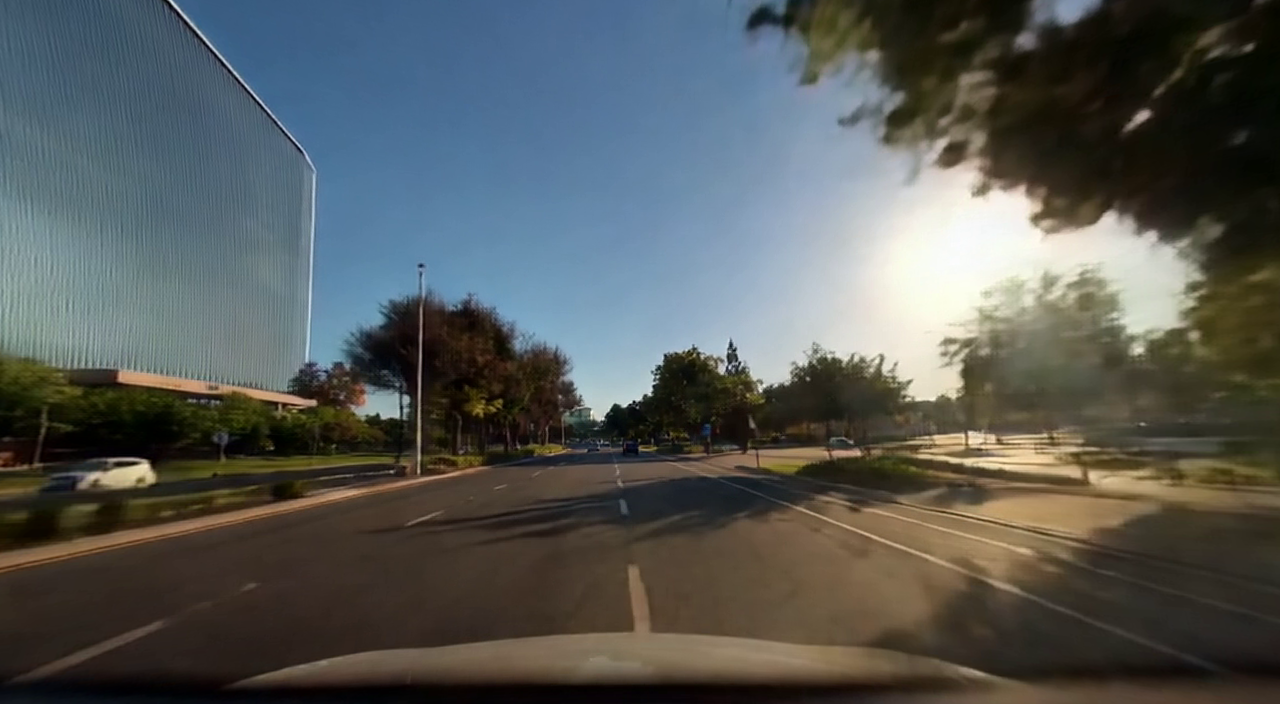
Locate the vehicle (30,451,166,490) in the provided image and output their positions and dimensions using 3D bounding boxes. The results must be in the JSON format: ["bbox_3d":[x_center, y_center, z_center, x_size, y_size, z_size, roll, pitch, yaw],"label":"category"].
[{"bbox_3d":[-23.573,5.133,27.792,1.862,1.489,4.780,0,-8,-2],"label":"vehicle"}]

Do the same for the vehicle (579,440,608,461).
[{"bbox_3d":[-3.480,7.439,47.831,2.080,1.445,4.096,0,-8,-3],"label":"vehicle"}]
